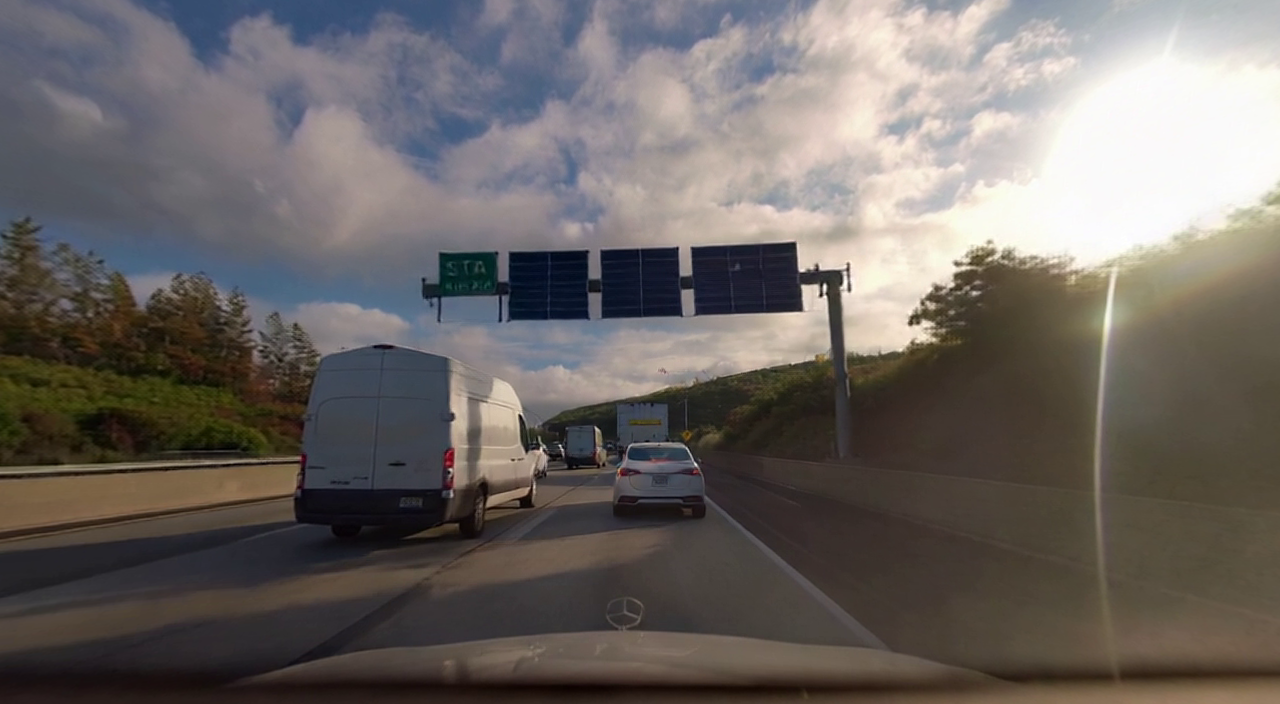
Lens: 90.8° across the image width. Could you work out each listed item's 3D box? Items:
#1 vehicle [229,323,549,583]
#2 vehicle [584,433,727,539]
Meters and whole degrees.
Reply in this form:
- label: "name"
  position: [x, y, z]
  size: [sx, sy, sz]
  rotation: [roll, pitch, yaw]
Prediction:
- label: "vehicle"
  position: [-3.119, 1.549, 10.099]
  size: [2.289, 2.757, 6.726]
  rotation: [0, -9, 0]
- label: "vehicle"
  position: [0.213, 2.219, 10.959]
  size: [2.063, 1.507, 3.488]
  rotation: [0, -9, 0]
